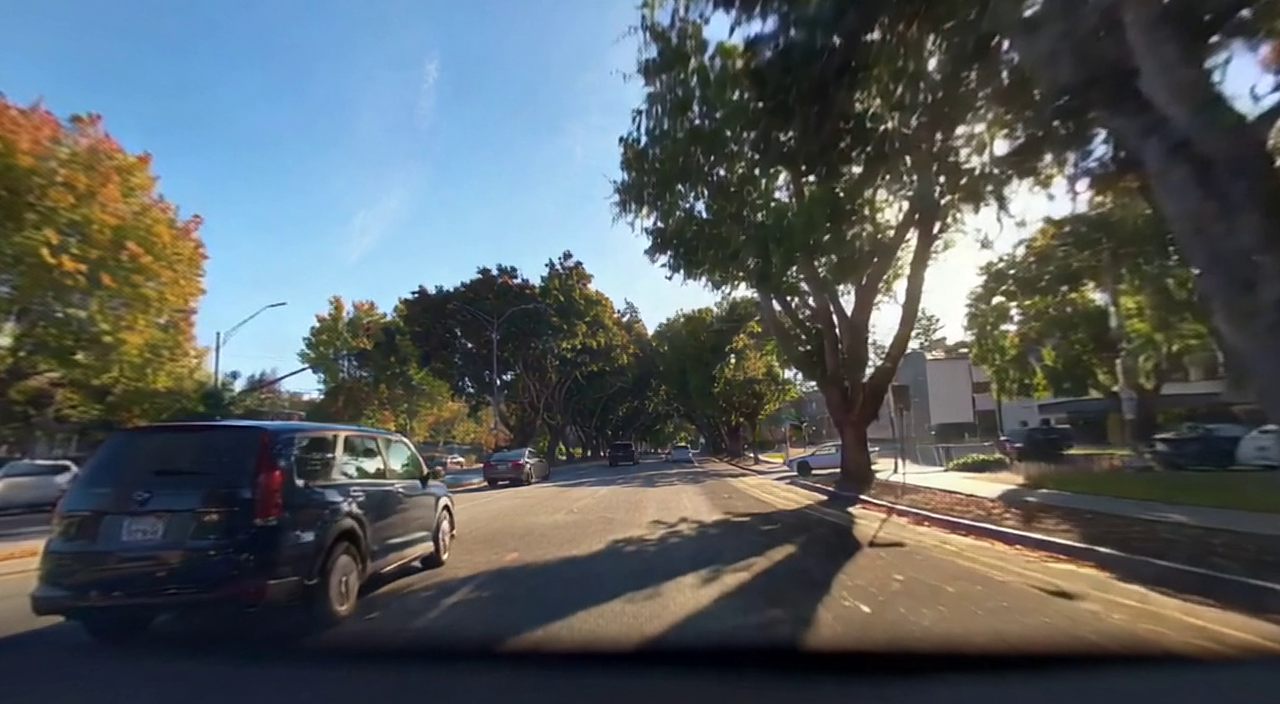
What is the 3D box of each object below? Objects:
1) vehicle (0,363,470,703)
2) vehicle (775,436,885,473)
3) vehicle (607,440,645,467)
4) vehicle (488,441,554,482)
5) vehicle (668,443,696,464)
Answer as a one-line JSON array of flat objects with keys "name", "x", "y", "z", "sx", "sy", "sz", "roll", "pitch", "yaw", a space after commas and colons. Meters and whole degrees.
[{"name": "vehicle", "x": -3.139, "y": 1.258, "z": 5.414, "sx": 2.123, "sy": 1.761, "sz": 4.322, "roll": 0, "pitch": -9, "yaw": 0}, {"name": "vehicle", "x": 8.936, "y": 4.901, "z": 30.126, "sx": 4.824, "sy": 1.646, "sz": 2.077, "roll": -2, "pitch": -9, "yaw": 12}, {"name": "vehicle", "x": -0.940, "y": 7.232, "z": 45.190, "sx": 2.255, "sy": 1.806, "sz": 4.710, "roll": -1, "pitch": -9, "yaw": 5}, {"name": "vehicle", "x": -5.389, "y": 5.016, "z": 29.126, "sx": 1.985, "sy": 1.708, "sz": 4.310, "roll": -1, "pitch": -9, "yaw": 4}, {"name": "vehicle", "x": 3.308, "y": 8.008, "z": 49.819, "sx": 2.088, "sy": 1.597, "sz": 4.309, "roll": -1, "pitch": -9, "yaw": 3}]
